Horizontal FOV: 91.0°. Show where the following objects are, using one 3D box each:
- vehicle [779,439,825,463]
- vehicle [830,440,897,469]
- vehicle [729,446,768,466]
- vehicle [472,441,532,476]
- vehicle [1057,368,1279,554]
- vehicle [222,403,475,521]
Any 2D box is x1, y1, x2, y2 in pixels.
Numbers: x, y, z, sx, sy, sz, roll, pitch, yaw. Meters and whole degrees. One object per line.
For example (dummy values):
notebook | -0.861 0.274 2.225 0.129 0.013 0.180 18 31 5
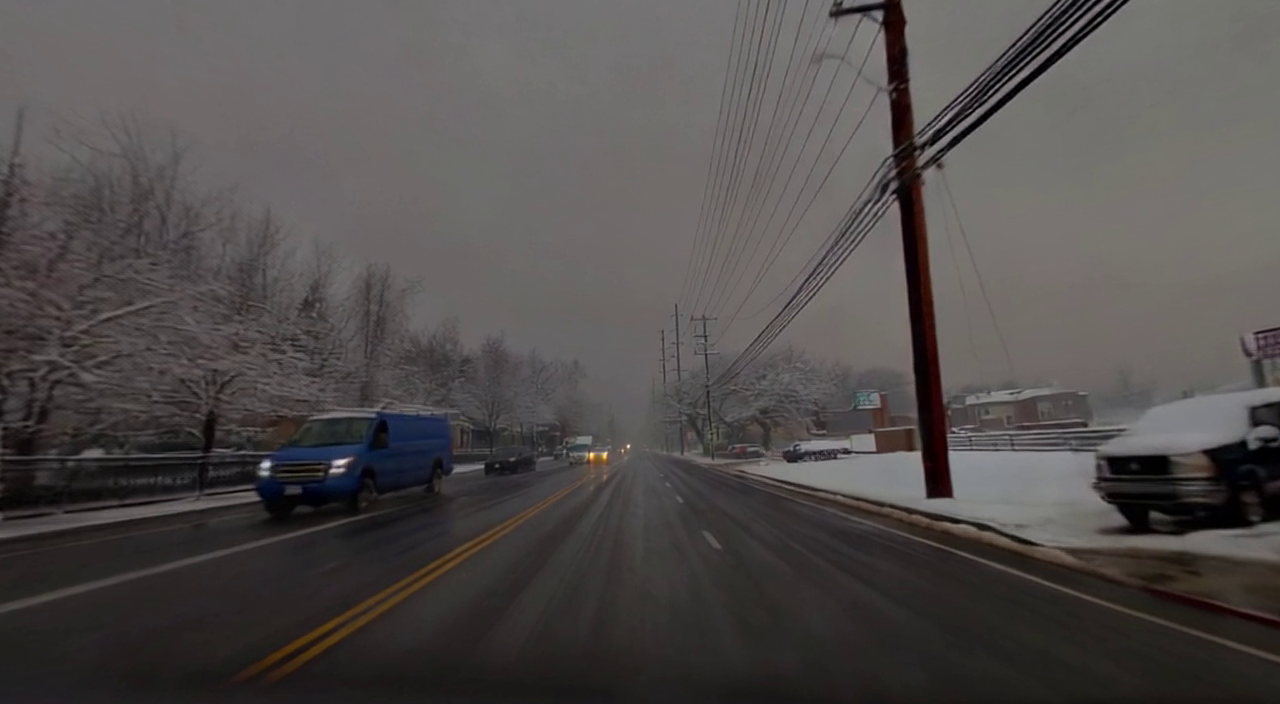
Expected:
vehicle | 12.581 7.738 49.316 2.051 1.811 5.330 0 -9 -1
vehicle | 12.969 5.975 36.912 2.143 1.518 4.893 0 -8 0
vehicle | 8.175 7.843 47.814 1.869 1.428 4.250 0 -9 -5
vehicle | -7.341 5.704 34.031 2.242 1.741 4.519 0 -8 -1
vehicle | 9.971 1.758 10.629 6.532 2.291 2.575 6 -10 -36
vehicle | -6.918 2.782 16.547 2.909 2.362 7.390 -1 -8 2
